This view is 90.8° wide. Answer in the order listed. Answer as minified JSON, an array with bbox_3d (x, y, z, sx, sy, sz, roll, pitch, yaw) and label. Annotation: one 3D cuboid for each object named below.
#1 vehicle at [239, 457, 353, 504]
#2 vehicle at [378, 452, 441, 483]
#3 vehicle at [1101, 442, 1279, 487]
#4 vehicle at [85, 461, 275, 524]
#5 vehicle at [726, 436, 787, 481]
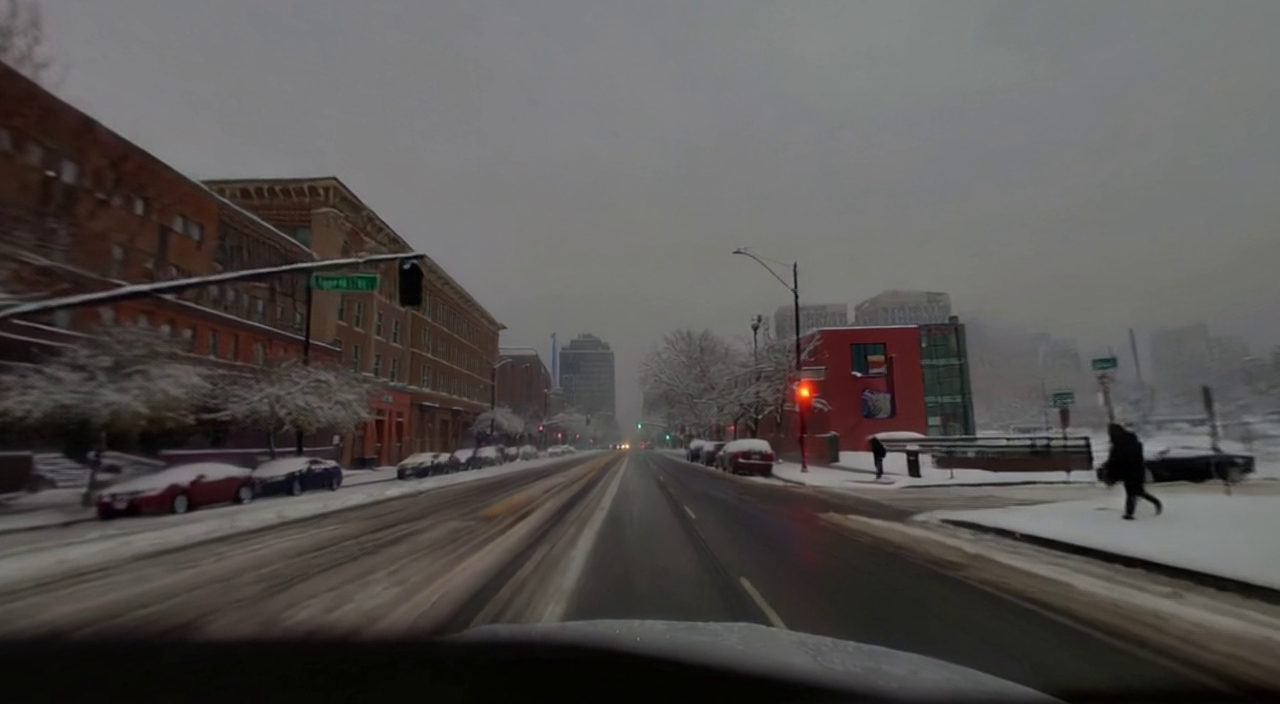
[{"bbox_3d":[-12.462,4.655,23.247,1.842,1.461,4.371,0,-9,-2],"label":"vehicle"},{"bbox_3d":[-12.498,6.276,34.494,1.804,1.533,4.121,0,-9,1],"label":"vehicle"},{"bbox_3d":[19.251,3.898,22.061,4.647,1.476,2.034,0,-9,0],"label":"vehicle"},{"bbox_3d":[-12.663,3.860,17.861,1.945,1.451,4.522,0,-9,0],"label":"vehicle"},{"bbox_3d":[5.538,5.132,30.636,2.010,1.943,4.319,-2,-9,-1],"label":"vehicle"}]
